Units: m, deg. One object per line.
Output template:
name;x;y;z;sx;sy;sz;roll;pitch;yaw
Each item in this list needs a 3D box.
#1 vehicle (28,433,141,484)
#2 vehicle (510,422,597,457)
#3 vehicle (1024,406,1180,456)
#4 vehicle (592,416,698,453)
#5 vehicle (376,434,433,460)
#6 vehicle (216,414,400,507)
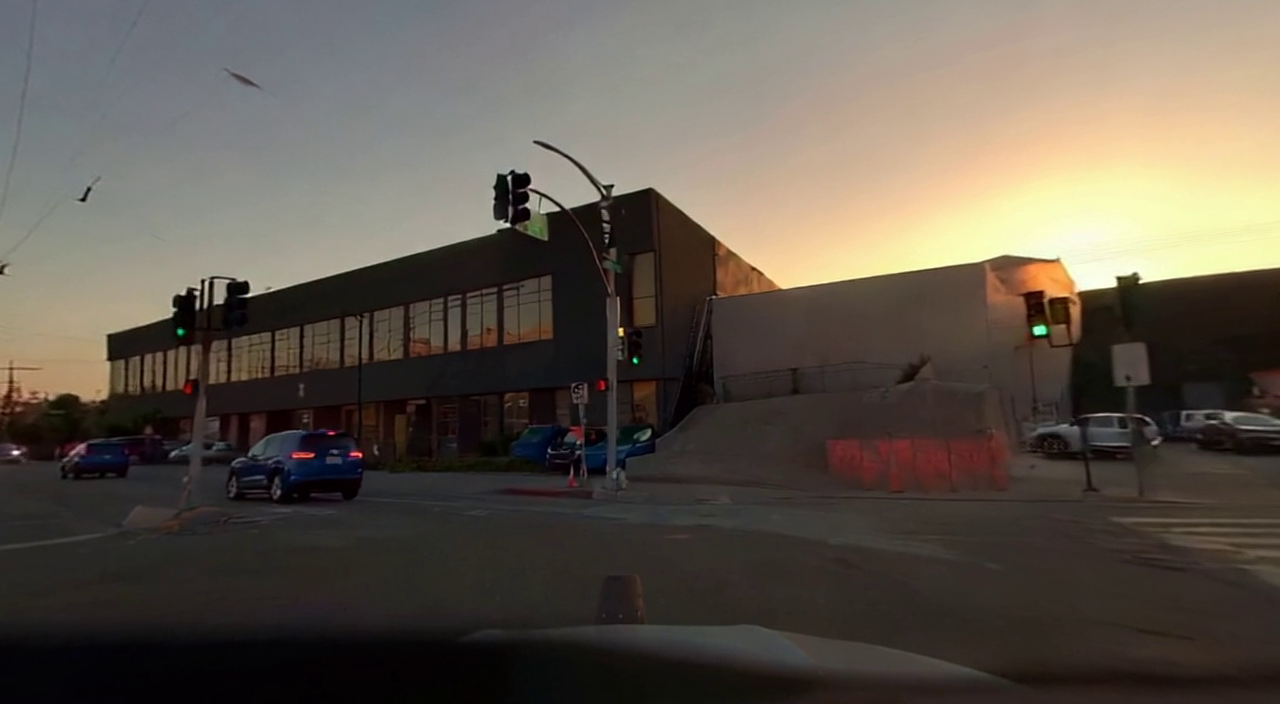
vehicle;-23.120;4.361;26.203;5.548;1.911;2.206;-6;-10;36
vehicle;-4.932;4.975;35.901;4.593;1.856;2.090;-5;-10;32
vehicle;16.922;2.969;23.478;4.382;1.688;1.937;-5;-10;29
vehicle;0.209;4.285;32.872;5.080;1.766;2.272;-6;-8;33
vehicle;-18.215;7.345;49.022;1.694;1.802;4.028;-6;-7;30
vehicle;-8.139;2.550;15.254;5.118;1.859;2.256;-8;-11;43
